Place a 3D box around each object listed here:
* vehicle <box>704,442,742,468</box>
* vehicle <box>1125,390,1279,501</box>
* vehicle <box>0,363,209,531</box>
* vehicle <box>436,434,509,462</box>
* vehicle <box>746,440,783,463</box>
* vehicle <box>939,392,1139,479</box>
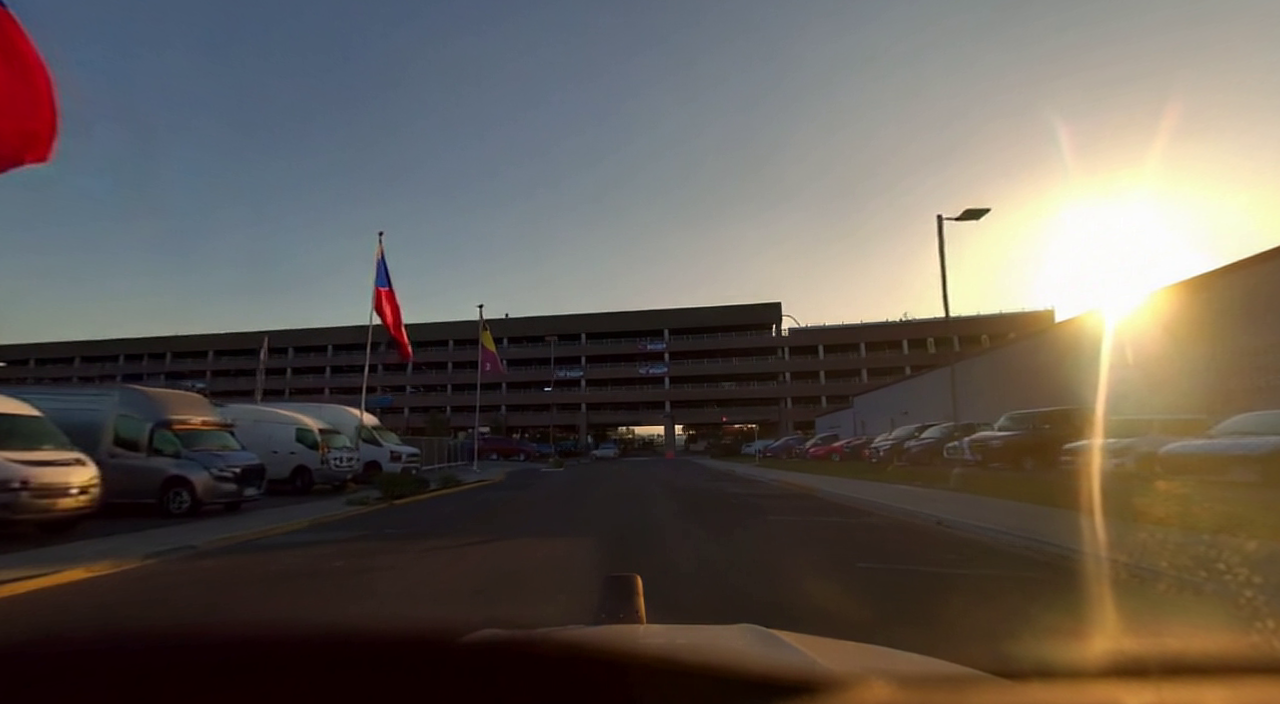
[{"bbox_3d":[5.496,6.883,42.436,2.026,1.659,4.314,-1,-8,0],"label":"vehicle"},{"bbox_3d":[11.955,1.738,11.888,5.427,1.722,2.235,4,-9,-27],"label":"vehicle"},{"bbox_3d":[-11.215,1.695,11.357,5.128,2.664,2.327,-1,-8,1],"label":"vehicle"},{"bbox_3d":[-12.915,7.386,48.537,5.672,1.963,2.189,-6,-10,35],"label":"vehicle"},{"bbox_3d":[9.852,7.818,49.810,2.021,1.753,4.342,-4,-9,22],"label":"vehicle"},{"bbox_3d":[11.824,2.468,18.626,6.017,2.202,2.328,4,-10,-30],"label":"vehicle"}]
